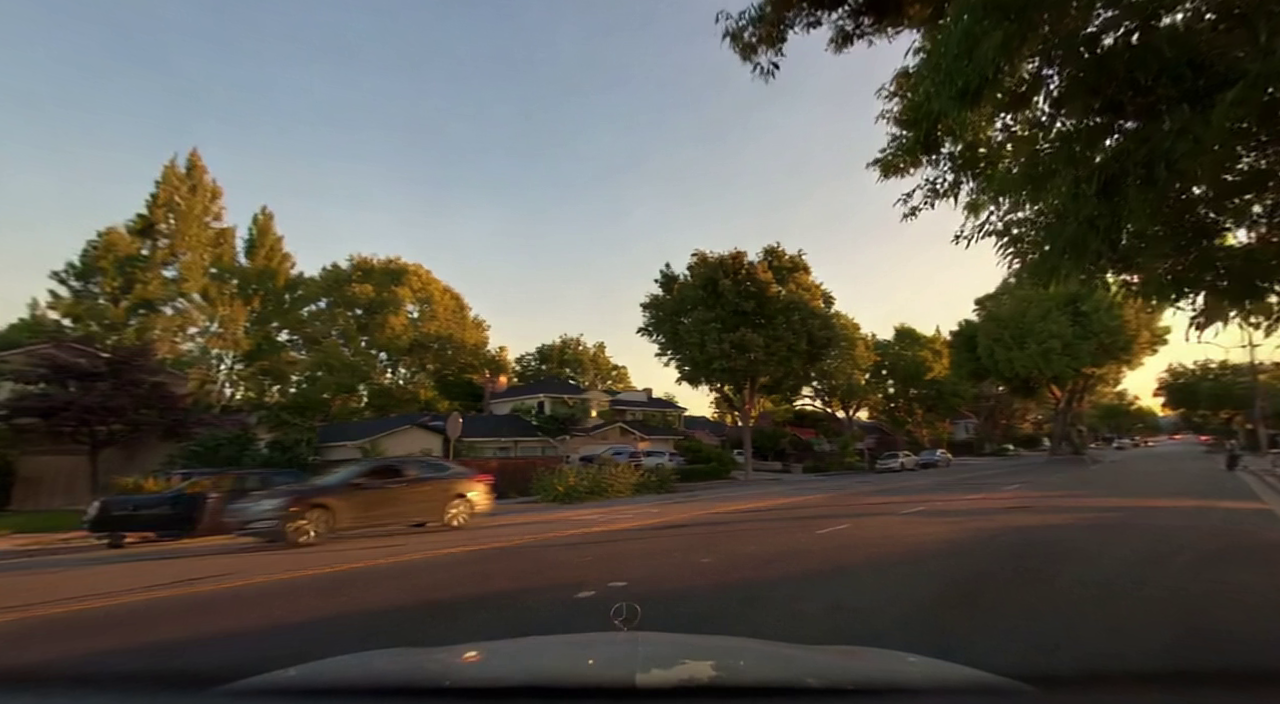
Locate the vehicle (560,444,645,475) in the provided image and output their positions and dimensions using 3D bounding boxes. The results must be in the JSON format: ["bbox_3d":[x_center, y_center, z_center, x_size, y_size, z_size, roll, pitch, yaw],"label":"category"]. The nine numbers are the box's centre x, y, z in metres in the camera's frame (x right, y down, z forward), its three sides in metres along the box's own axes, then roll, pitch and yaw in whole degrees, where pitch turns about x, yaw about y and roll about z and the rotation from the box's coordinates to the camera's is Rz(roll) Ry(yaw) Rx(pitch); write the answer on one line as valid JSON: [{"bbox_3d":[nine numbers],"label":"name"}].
[{"bbox_3d":[-2.604,7.132,42.135,5.866,1.877,2.280,-8,-12,43],"label":"vehicle"}]

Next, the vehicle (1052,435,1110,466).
[{"bbox_3d":[26.704,5.942,38.182,2.115,1.696,4.473,-8,-12,43],"label":"vehicle"}]

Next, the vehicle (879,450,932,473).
[{"bbox_3d":[19.021,7.810,45.193,1.936,1.489,4.311,-8,-12,43],"label":"vehicle"}]

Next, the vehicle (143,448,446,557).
[{"bbox_3d":[-6.602,2.778,12.587,2.024,1.715,4.789,-8,-12,42],"label":"vehicle"}]

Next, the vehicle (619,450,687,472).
[{"bbox_3d":[0.907,7.717,44.817,4.326,1.452,2.121,-5,-10,30],"label":"vehicle"}]

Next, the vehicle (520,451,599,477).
[{"bbox_3d":[-5.078,6.937,39.392,4.937,1.445,2.048,-7,-11,40],"label":"vehicle"}]
